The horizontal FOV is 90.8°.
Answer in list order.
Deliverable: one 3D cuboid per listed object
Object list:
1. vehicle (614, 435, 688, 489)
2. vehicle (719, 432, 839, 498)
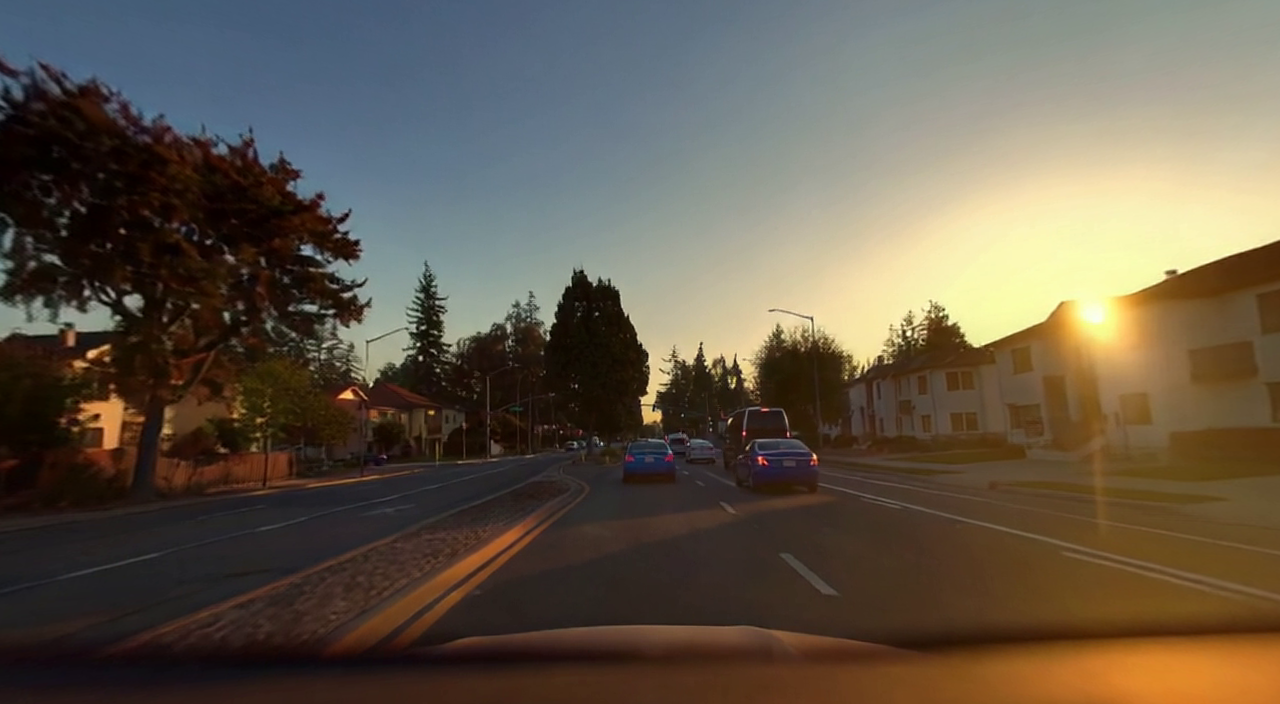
[{"bbox_3d":[0.306,3.432,20.029,2.093,1.497,4.010,0,-9,0],"label":"vehicle"},{"bbox_3d":[3.552,2.987,17.110,2.161,1.519,4.568,0,-9,-1],"label":"vehicle"}]
